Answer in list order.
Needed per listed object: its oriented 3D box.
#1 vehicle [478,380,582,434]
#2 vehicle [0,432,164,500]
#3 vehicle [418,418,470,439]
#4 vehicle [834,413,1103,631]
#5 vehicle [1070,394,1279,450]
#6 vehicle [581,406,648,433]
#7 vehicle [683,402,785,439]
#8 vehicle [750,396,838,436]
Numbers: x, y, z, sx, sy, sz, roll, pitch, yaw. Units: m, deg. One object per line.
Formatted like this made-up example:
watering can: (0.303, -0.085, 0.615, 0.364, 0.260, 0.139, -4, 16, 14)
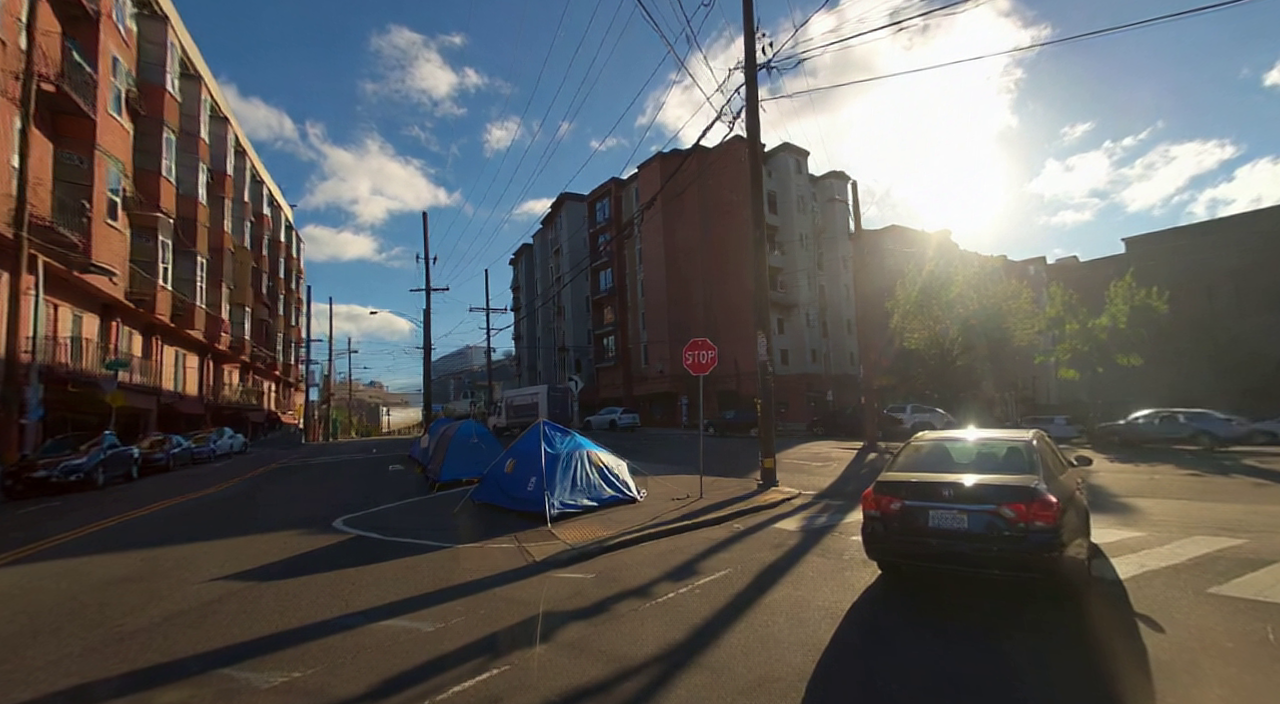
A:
vehicle: (-7.106, 3.641, 40.180, 7.172, 3.075, 2.584, -7, -10, 41)
vehicle: (-17.190, 3.487, 19.852, 2.054, 1.800, 5.212, 3, -9, -21)
vehicle: (-15.344, 6.016, 49.358, 2.089, 1.506, 4.641, 7, -11, -41)
vehicle: (3.824, 1.632, 7.153, 1.945, 1.647, 4.160, -6, -10, 33)
vehicle: (16.022, 2.206, 19.149, 4.569, 1.487, 1.999, -8, -11, 41)
vehicle: (-1.642, 4.285, 39.768, 1.790, 1.468, 4.422, 8, -11, -42)
vehicle: (4.297, 3.234, 29.313, 4.363, 1.511, 1.838, -8, -11, 43)
vehicle: (8.250, 3.525, 34.058, 1.805, 1.694, 4.214, 12, -17, -43)
